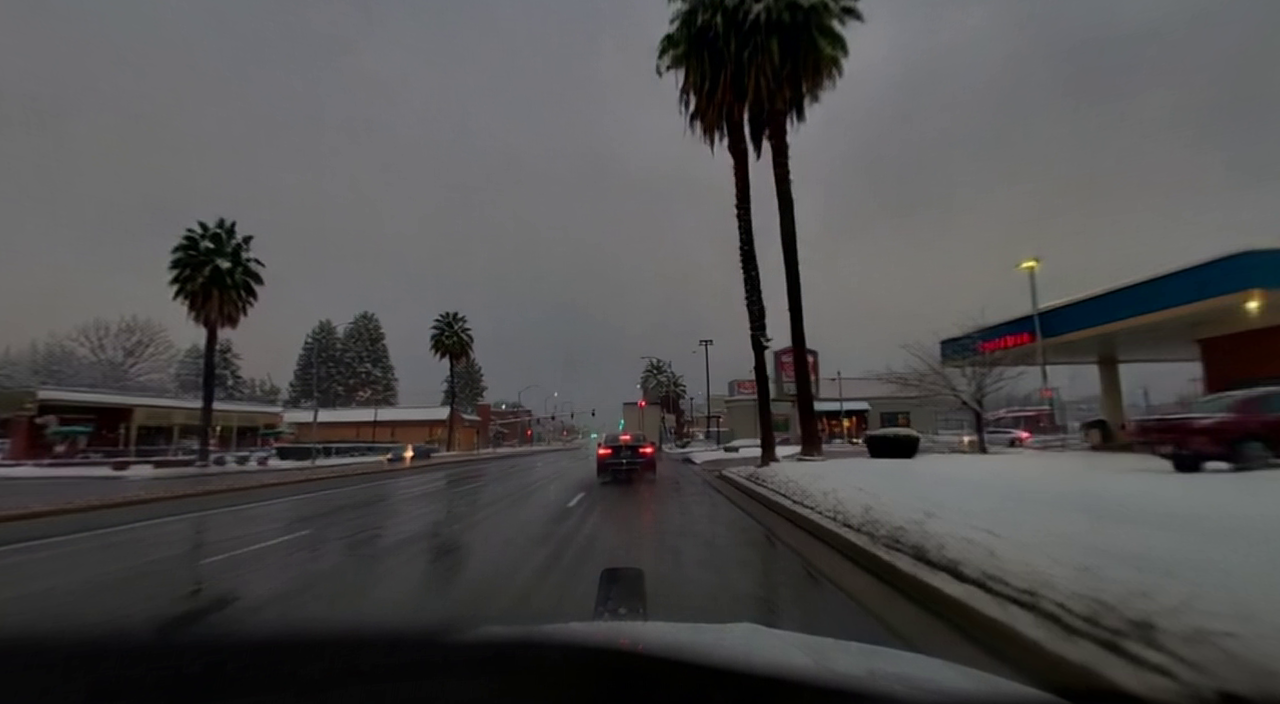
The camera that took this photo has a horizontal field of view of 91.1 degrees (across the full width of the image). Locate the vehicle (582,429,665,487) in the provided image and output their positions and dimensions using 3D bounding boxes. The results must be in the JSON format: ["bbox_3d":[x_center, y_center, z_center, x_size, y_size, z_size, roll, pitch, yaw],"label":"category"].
[{"bbox_3d":[-0.379,3.056,18.476,2.145,1.483,4.453,0,-8,1],"label":"vehicle"}]

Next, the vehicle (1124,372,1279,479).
[{"bbox_3d":[12.168,1.371,11.408,5.061,1.721,2.162,1,-8,-4],"label":"vehicle"}]

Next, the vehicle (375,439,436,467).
[{"bbox_3d":[-13.534,5.848,36.569,1.923,1.490,4.372,0,-8,-1],"label":"vehicle"}]

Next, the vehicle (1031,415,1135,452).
[{"bbox_3d":[22.110,4.147,31.598,1.853,1.698,4.468,1,-8,-2],"label":"vehicle"}]
